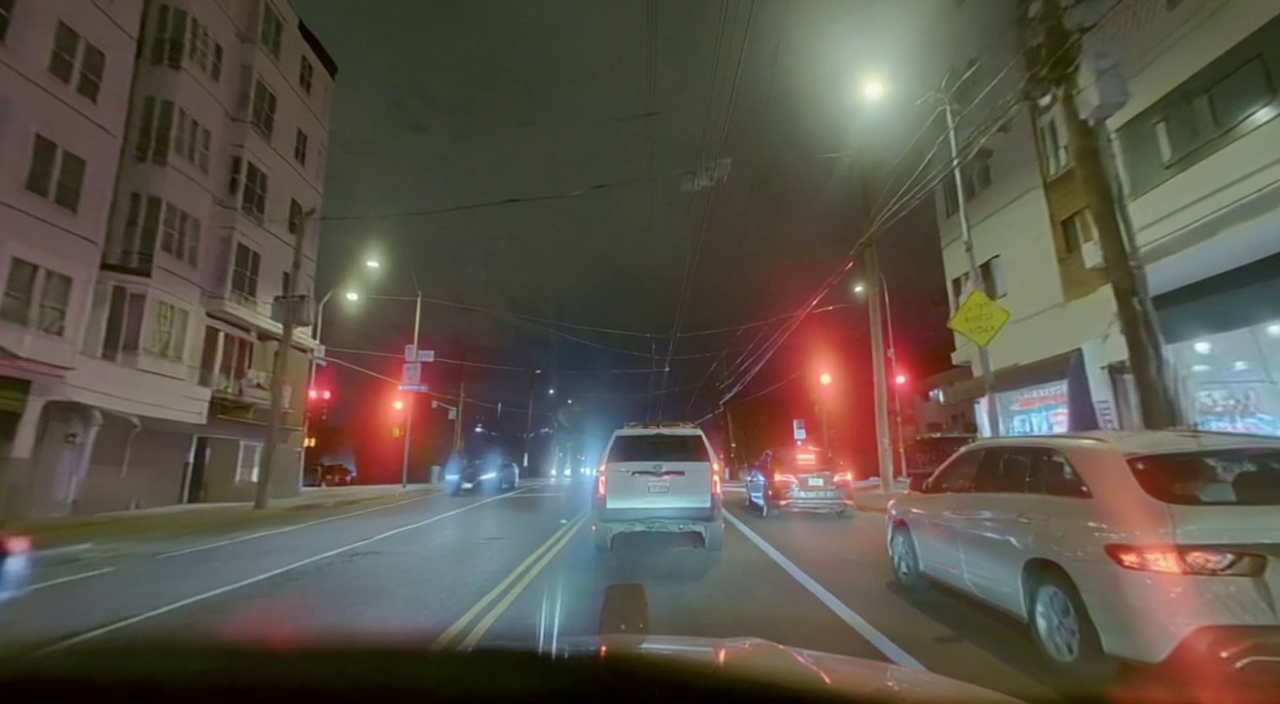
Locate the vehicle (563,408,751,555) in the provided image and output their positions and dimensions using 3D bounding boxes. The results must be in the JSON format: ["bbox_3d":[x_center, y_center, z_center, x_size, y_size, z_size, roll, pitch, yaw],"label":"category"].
[{"bbox_3d":[0.178,1.848,9.629,2.232,1.736,4.036,0,-9,-1],"label":"vehicle"}]

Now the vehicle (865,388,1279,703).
[{"bbox_3d":[3.329,1.229,4.560,1.906,1.578,4.020,0,-9,0],"label":"vehicle"}]

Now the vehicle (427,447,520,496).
[{"bbox_3d":[-5.743,4.160,22.331,2.014,1.538,4.275,-1,-9,2],"label":"vehicle"}]

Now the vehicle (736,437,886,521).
[{"bbox_3d":[3.327,2.556,13.226,1.970,1.452,4.227,0,-9,0],"label":"vehicle"}]
